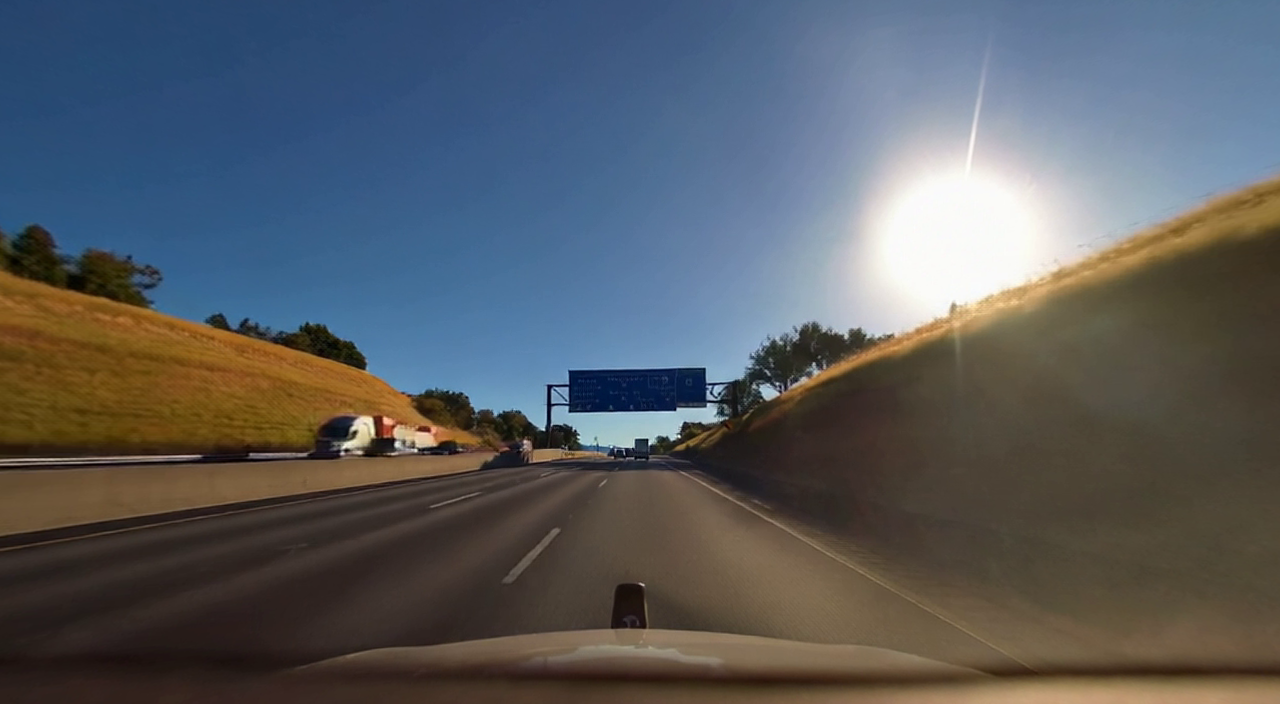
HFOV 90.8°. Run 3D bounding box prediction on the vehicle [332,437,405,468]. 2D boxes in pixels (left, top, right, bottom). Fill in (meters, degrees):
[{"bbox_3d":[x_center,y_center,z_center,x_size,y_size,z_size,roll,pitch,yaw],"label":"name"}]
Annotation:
[{"bbox_3d":[-15.153,5.646,35.536,1.981,1.613,4.650,0,-9,0],"label":"vehicle"}]
